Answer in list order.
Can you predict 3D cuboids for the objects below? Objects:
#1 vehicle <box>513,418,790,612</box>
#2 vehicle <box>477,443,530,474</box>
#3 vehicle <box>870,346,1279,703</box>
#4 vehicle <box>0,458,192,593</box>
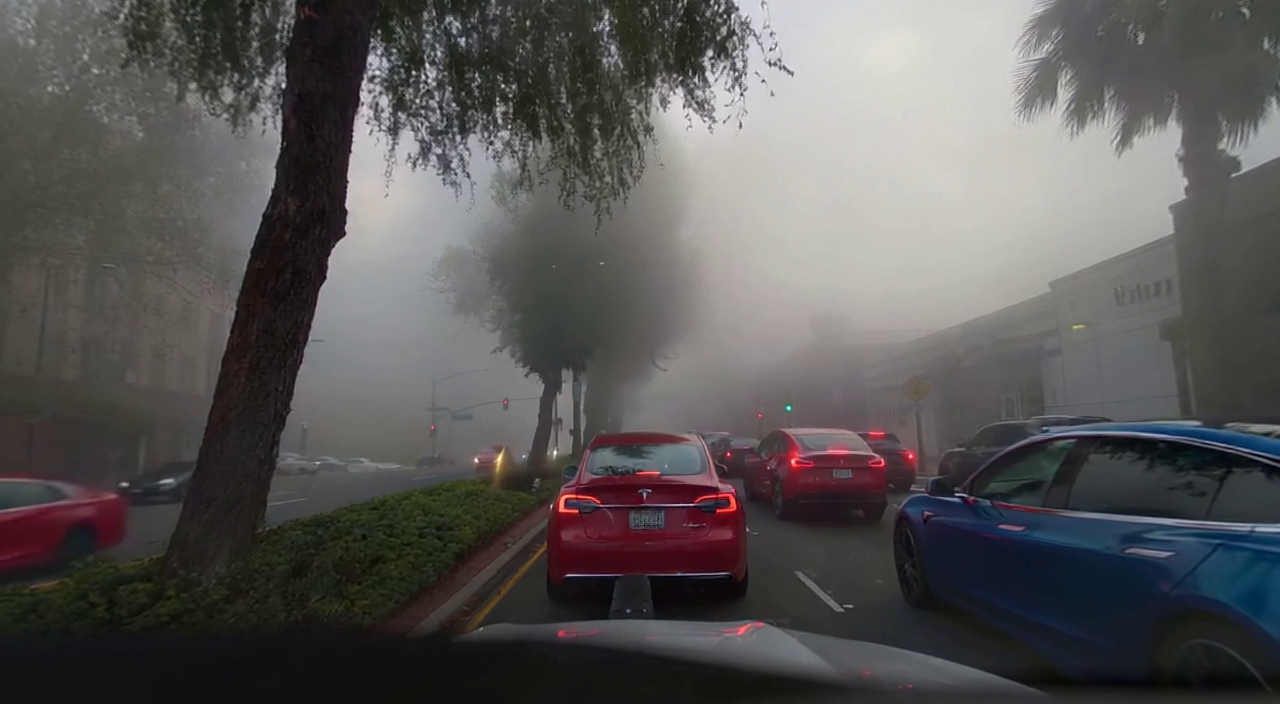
[{"bbox_3d":[0.101,1.555,6.911,2.137,1.488,3.938,0,-8,0],"label":"vehicle"},{"bbox_3d":[-7.678,6.011,35.883,1.999,1.662,4.291,0,-8,1],"label":"vehicle"},{"bbox_3d":[3.186,1.033,3.625,2.038,1.651,4.455,0,-8,0],"label":"vehicle"},{"bbox_3d":[-7.951,1.990,7.395,2.089,1.381,4.477,0,-8,0],"label":"vehicle"}]
